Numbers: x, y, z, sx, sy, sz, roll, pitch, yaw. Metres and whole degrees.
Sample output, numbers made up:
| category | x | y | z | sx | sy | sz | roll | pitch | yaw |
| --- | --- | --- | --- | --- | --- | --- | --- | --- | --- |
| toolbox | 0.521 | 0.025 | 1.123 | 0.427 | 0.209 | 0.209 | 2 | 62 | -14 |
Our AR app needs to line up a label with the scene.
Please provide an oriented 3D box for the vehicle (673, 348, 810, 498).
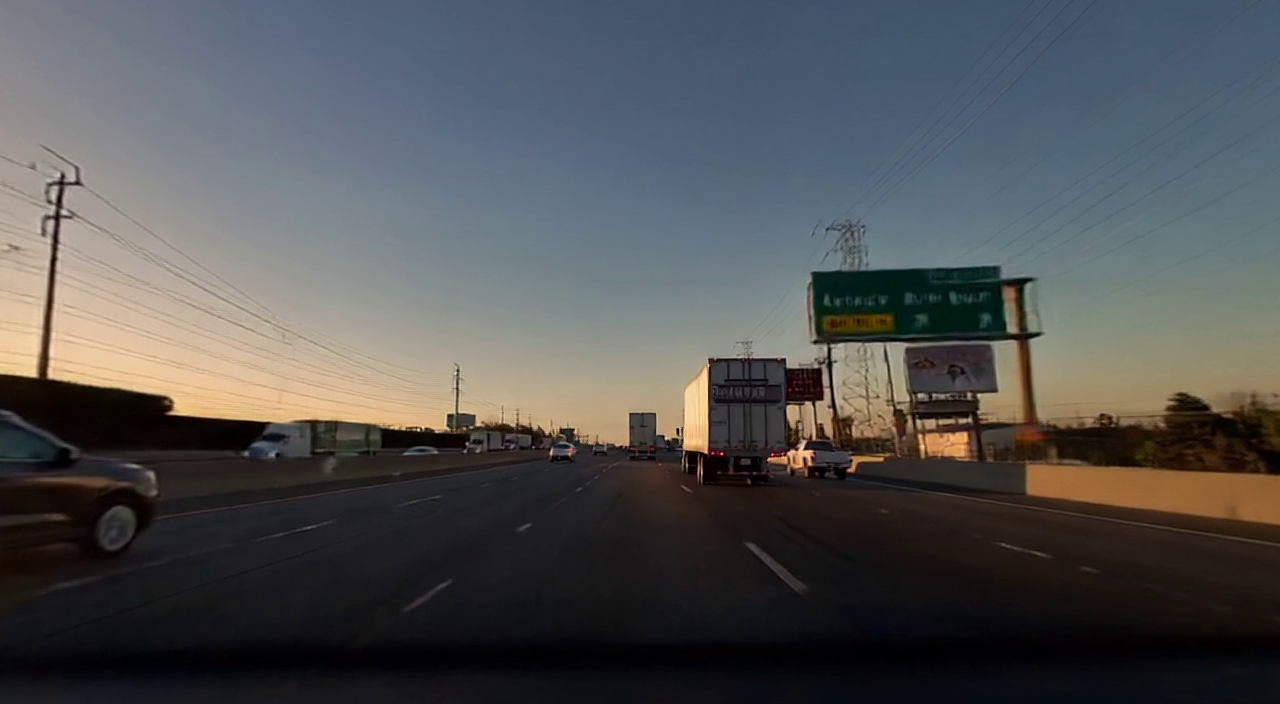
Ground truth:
| category | x | y | z | sx | sy | sz | roll | pitch | yaw |
| --- | --- | --- | --- | --- | --- | --- | --- | --- | --- |
| vehicle | 3.229 | 3.184 | 25.809 | 2.892 | 4.152 | 16.575 | 0 | -9 | 0 |

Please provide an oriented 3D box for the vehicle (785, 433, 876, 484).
| category | x | y | z | sx | sy | sz | roll | pitch | yaw |
| --- | --- | --- | --- | --- | --- | --- | --- | --- | --- |
| vehicle | 7.471 | 4.216 | 25.363 | 2.115 | 1.844 | 4.522 | 0 | -9 | -1 |

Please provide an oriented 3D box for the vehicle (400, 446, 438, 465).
| category | x | y | z | sx | sy | sz | roll | pitch | yaw |
| --- | --- | --- | --- | --- | --- | --- | --- | --- | --- |
| vehicle | -16.739 | 7.873 | 48.158 | 1.499 | 1.359 | 3.461 | -1 | -9 | 3 |

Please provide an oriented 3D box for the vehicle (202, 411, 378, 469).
| category | x | y | z | sx | sy | sz | roll | pitch | yaw |
| --- | --- | --- | --- | --- | --- | --- | --- | --- | --- |
| vehicle | -24.720 | 6.646 | 46.979 | 2.979 | 3.485 | 17.978 | 0 | -9 | 0 |

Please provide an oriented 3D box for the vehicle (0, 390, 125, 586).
| category | x | y | z | sx | sy | sz | roll | pitch | yaw |
| --- | --- | --- | --- | --- | --- | --- | --- | --- | --- |
| vehicle | -7.108 | 1.151 | 5.038 | 2.004 | 1.846 | 4.739 | 0 | -9 | -1 |
